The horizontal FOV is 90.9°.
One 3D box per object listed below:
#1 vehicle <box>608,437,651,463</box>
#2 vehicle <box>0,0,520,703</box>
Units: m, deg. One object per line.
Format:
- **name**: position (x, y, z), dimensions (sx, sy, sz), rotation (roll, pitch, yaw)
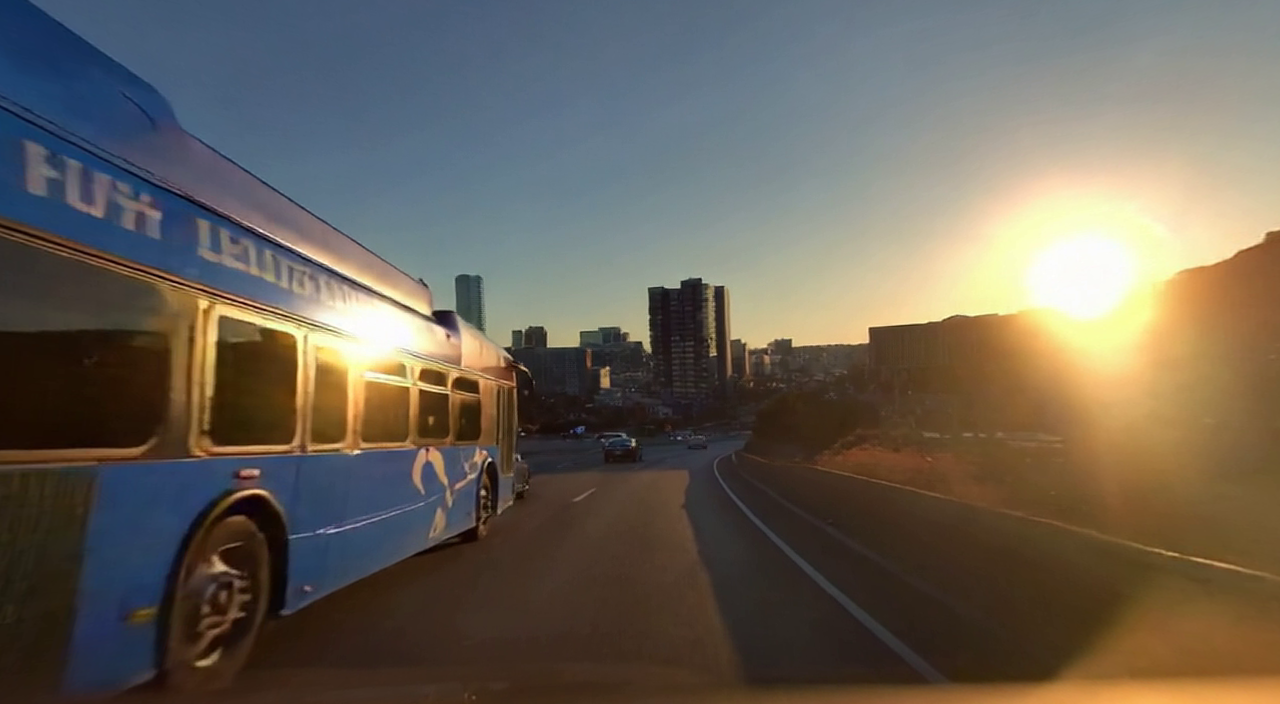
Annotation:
- **vehicle**: position (-0.586, 5.939, 38.311), dimensions (1.928, 1.455, 4.361), rotation (-2, -9, 8)
- **vehicle**: position (-3.270, 0.534, 4.701), dimensions (2.888, 2.944, 8.373), rotation (-1, -9, 2)
